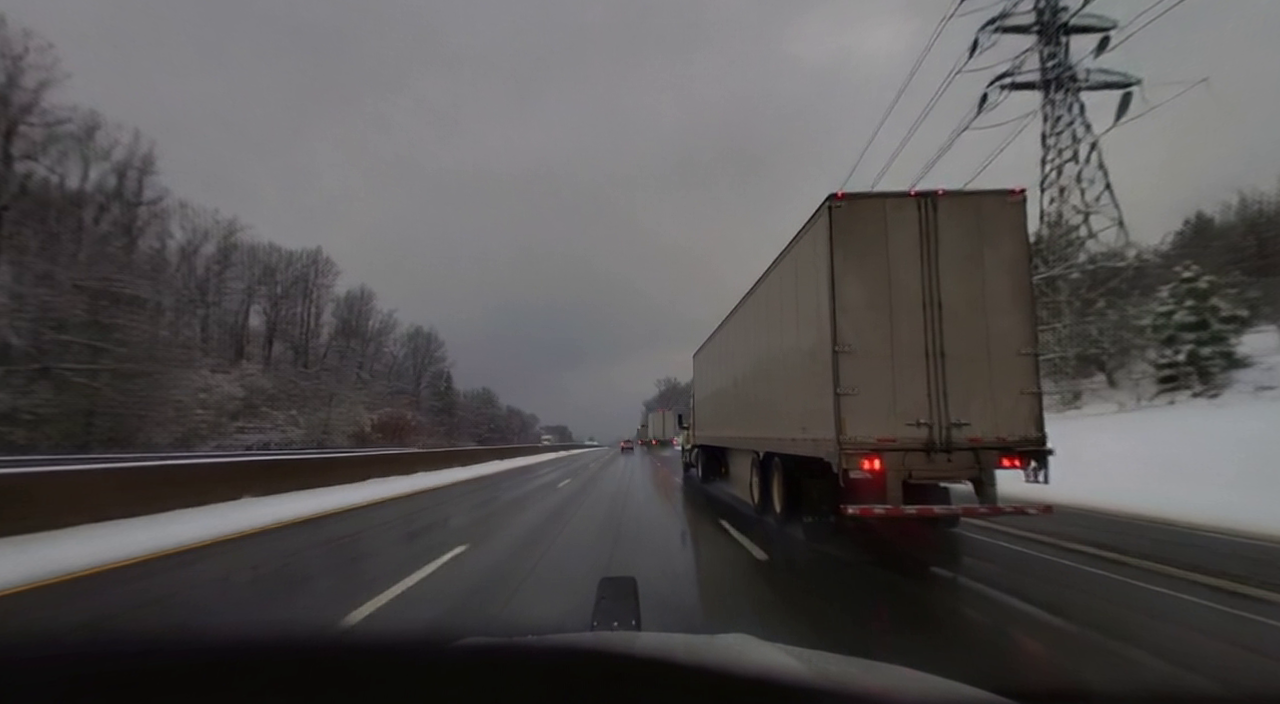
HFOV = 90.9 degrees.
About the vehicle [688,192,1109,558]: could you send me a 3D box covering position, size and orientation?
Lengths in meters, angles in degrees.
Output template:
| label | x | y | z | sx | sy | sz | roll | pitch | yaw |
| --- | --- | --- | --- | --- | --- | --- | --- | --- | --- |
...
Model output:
| label | x | y | z | sx | sy | sz | roll | pitch | yaw |
| --- | --- | --- | --- | --- | --- | --- | --- | --- | --- |
| vehicle | 3.341 | 1.143 | 14.048 | 2.905 | 4.080 | 14.157 | 0 | -8 | -2 |
